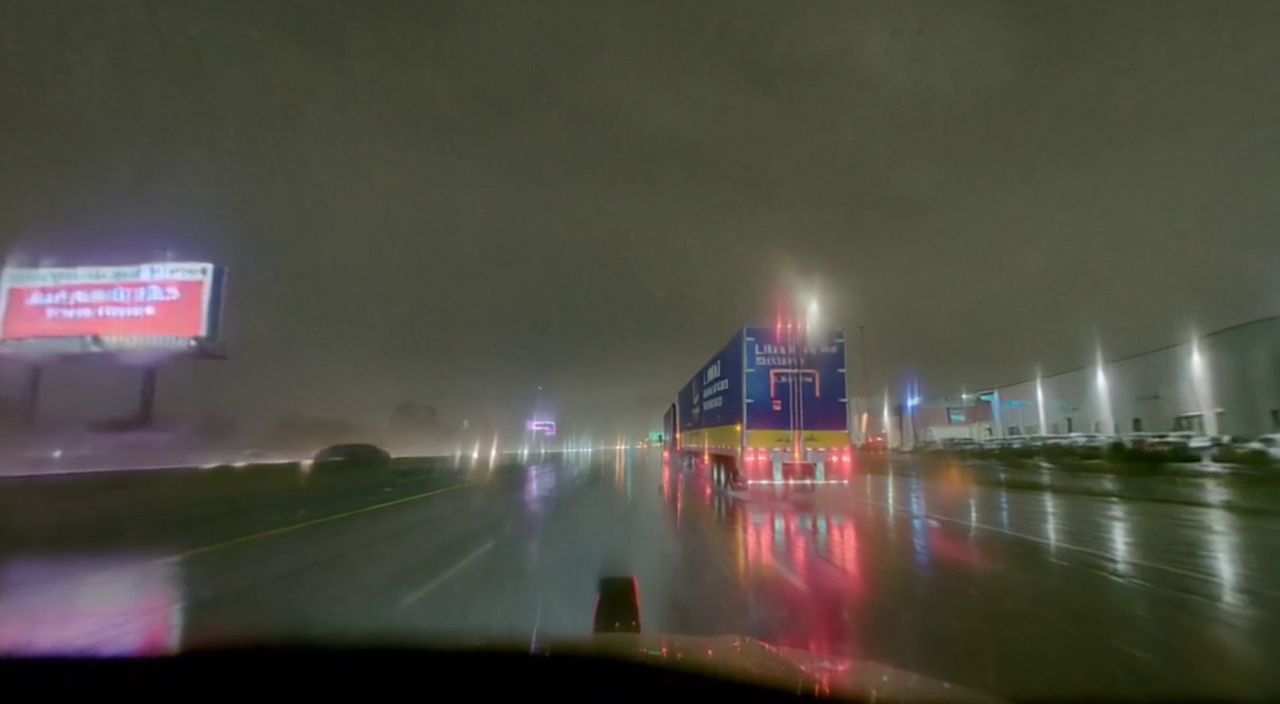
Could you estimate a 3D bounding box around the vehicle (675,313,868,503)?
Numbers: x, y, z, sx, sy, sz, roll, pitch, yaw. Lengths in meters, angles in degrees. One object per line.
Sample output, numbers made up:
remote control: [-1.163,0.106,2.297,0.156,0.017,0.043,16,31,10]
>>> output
vehicle: [3.491,2.534,23.146,2.891,4.387,17.121,0,-9,-2]

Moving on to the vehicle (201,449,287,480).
vehicle: [-18.813,5.352,30.194,1.764,1.350,3.516,0,-9,0]

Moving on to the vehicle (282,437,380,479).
vehicle: [-11.206,3.864,23.196,1.806,1.408,3.416,0,-9,1]

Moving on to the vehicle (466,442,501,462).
vehicle: [-11.441,7.336,46.445,1.679,1.408,3.364,0,-9,0]
